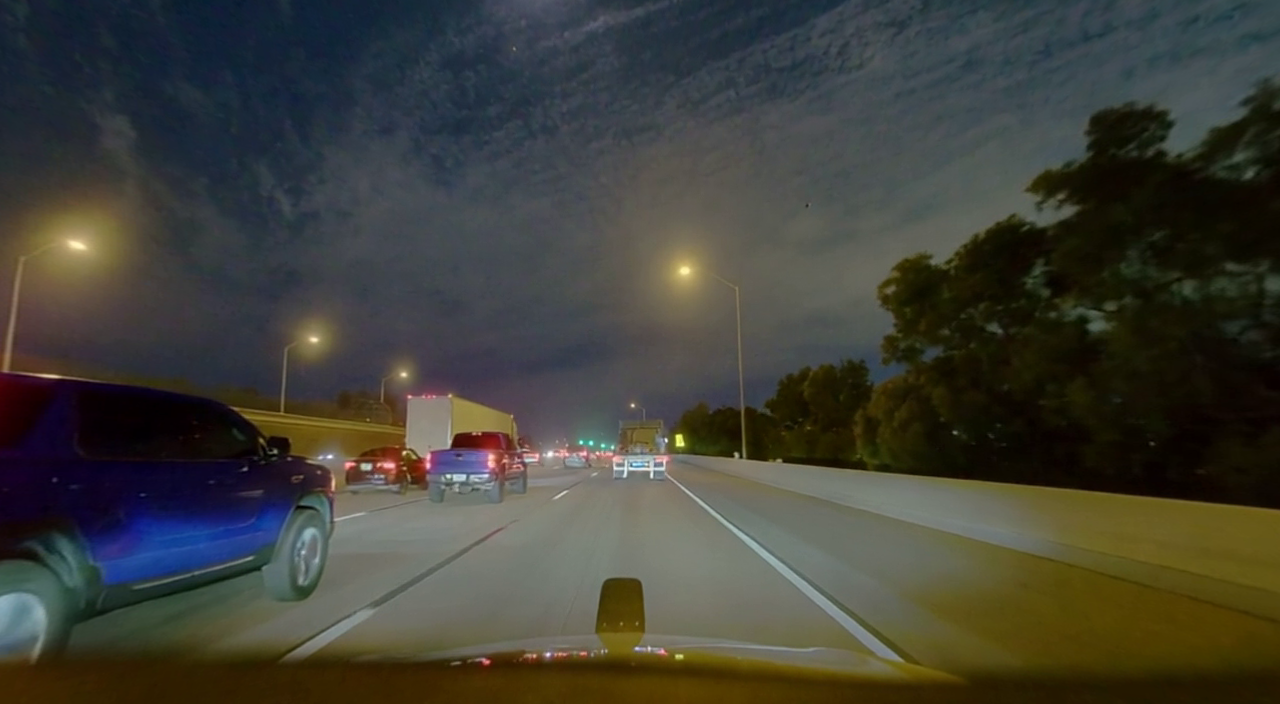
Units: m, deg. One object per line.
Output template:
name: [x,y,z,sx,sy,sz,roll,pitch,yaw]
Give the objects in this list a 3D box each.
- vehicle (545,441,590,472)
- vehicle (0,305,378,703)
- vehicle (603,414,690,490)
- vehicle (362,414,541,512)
vehicle: [-4.687,6.862,41.576,2.329,1.859,4.823,0,-9,0]
vehicle: [-3.548,0.866,3.080,2.303,1.835,5.044,0,-9,1]
vehicle: [0.098,3.904,24.816,2.886,2.471,7.692,0,-9,-2]
vehicle: [-4.251,2.684,15.676,2.575,1.958,5.730,-1,-9,1]
